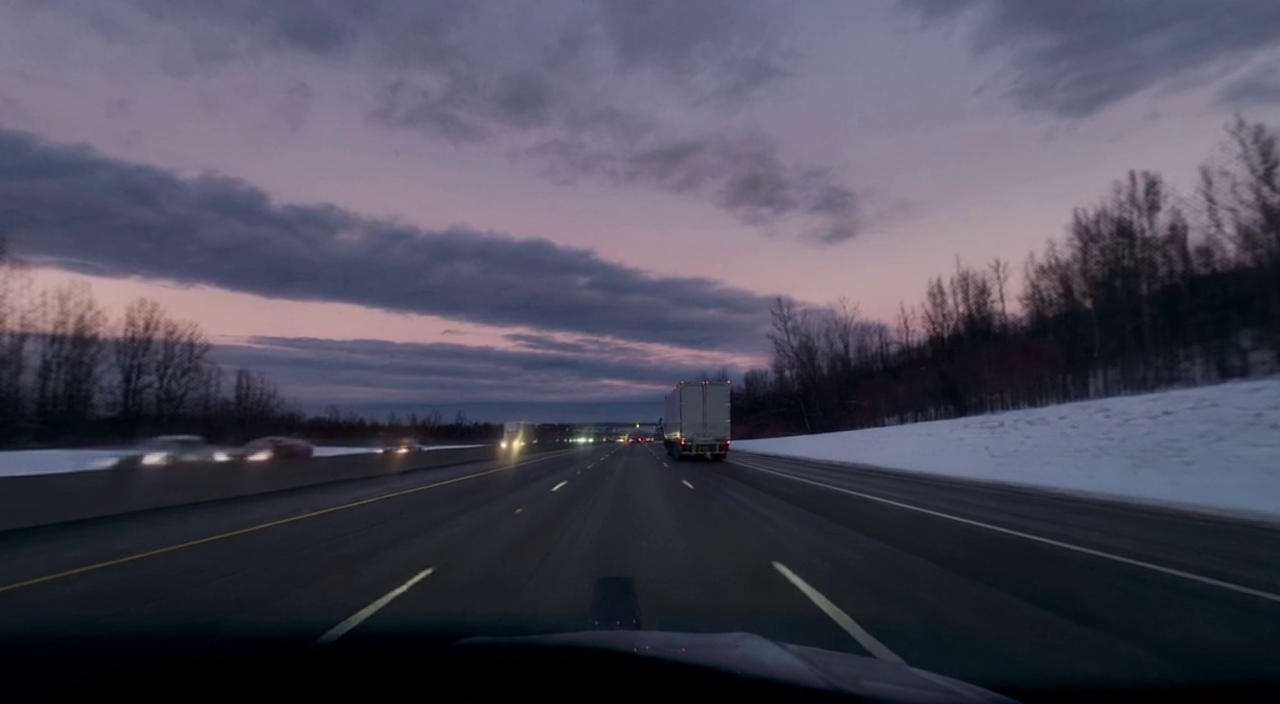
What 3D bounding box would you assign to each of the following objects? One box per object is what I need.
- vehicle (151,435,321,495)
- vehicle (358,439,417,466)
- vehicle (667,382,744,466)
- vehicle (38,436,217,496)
[{"bbox_3d":[-11.971,3.315,19.143,1.993,1.570,4.855,0,-8,-1],"label":"vehicle"},{"bbox_3d":[-15.789,6.268,39.547,1.861,1.556,4.536,0,-8,0],"label":"vehicle"},{"bbox_3d":[3.552,4.548,38.830,2.979,4.161,15.508,0,-7,-1],"label":"vehicle"},{"bbox_3d":[-15.676,3.454,19.637,1.905,1.641,4.417,0,-8,-1],"label":"vehicle"}]
